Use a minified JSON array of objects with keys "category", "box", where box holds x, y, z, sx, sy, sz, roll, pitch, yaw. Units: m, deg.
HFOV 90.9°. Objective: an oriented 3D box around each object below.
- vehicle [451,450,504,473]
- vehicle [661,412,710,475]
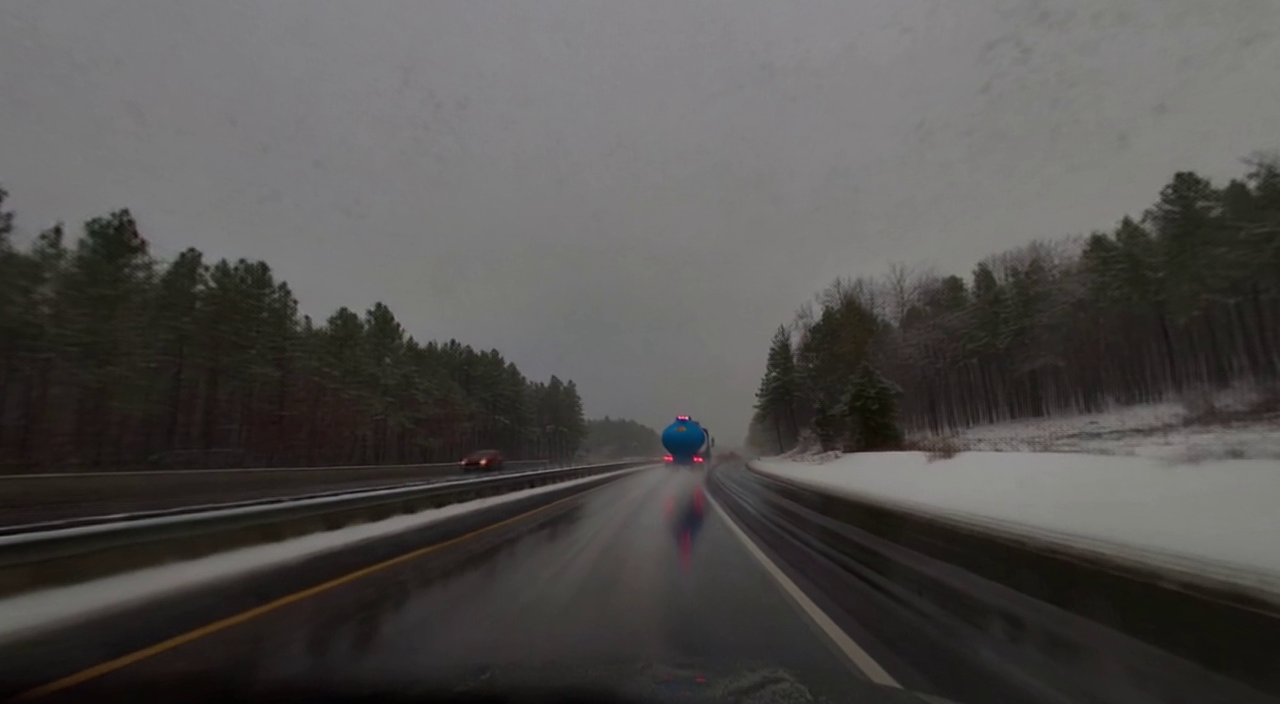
[{"category":"vehicle","box":[-11.299,7.625,44.236,2.035,1.503,4.579,-1,-8,8]},{"category":"vehicle","box":[3.403,6.433,44.351,2.907,3.747,13.318,0,-8,6]}]
